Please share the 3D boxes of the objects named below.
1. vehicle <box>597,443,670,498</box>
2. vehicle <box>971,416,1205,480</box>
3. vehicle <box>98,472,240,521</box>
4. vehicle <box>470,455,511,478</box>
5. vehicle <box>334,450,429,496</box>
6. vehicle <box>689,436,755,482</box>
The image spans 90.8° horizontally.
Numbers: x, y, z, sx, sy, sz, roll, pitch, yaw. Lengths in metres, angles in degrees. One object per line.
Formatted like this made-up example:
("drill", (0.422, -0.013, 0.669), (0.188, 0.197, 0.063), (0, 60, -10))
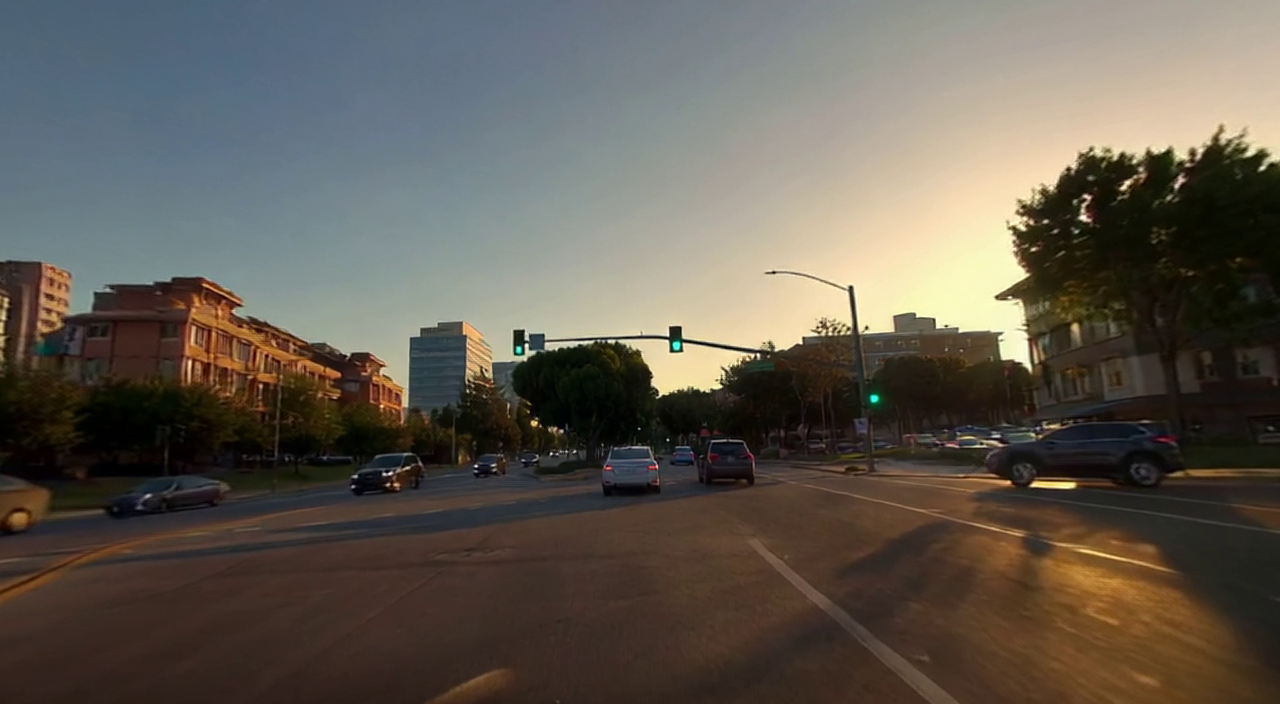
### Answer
("vehicle", (-0.192, 3.589, 19.493), (2.034, 1.500, 3.966), (0, -9, 0))
("vehicle", (15.209, 3.333, 21.948), (6.013, 2.030, 2.461), (-2, -9, 12))
("vehicle", (-16.971, 5.197, 23.106), (1.957, 1.444, 4.306), (0, -9, -2))
("vehicle", (-10.757, 8.263, 45.717), (1.808, 1.512, 4.447), (0, -9, 1))
("vehicle", (-11.056, 5.176, 27.432), (2.102, 1.758, 4.532), (0, -9, 1))
("vehicle", (3.364, 4.479, 26.745), (2.107, 1.773, 4.557), (0, -9, -1))
